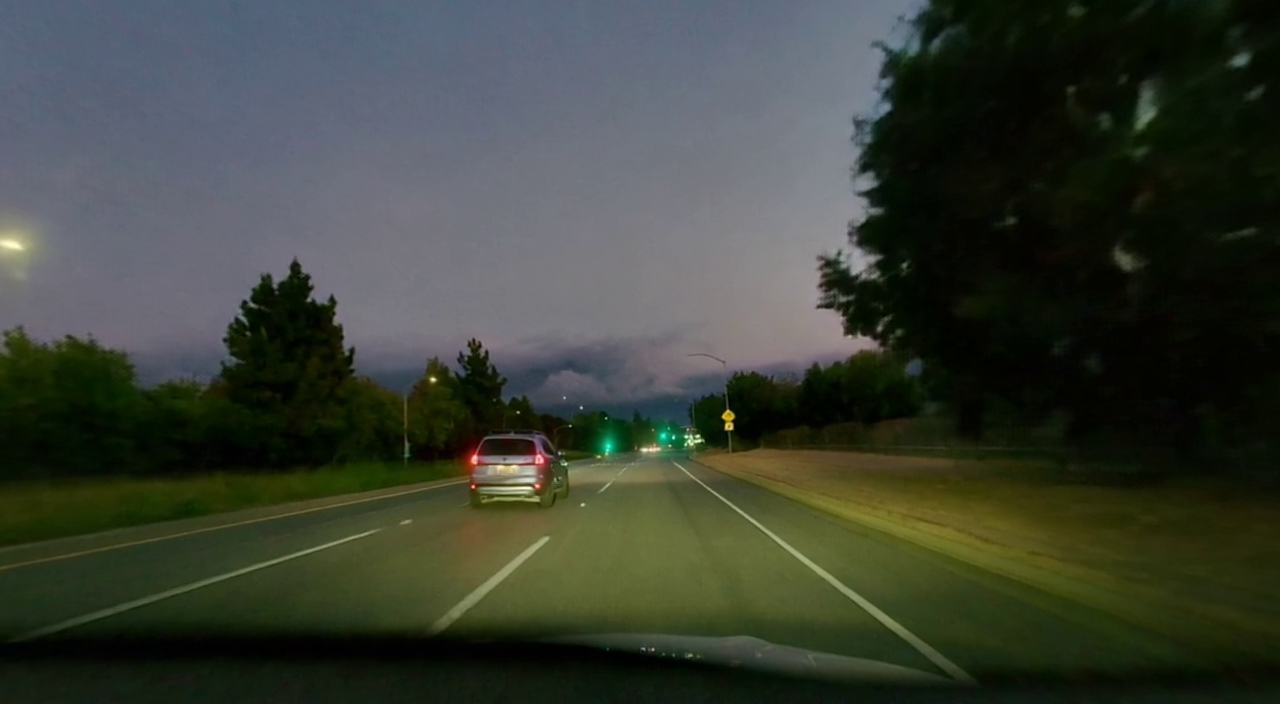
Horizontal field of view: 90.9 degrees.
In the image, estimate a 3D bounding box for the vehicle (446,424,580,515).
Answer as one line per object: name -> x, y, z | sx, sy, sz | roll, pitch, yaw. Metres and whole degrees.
vehicle -> -2.834, 2.763, 15.386 | 2.160, 1.855, 4.695 | 0, -8, 2
